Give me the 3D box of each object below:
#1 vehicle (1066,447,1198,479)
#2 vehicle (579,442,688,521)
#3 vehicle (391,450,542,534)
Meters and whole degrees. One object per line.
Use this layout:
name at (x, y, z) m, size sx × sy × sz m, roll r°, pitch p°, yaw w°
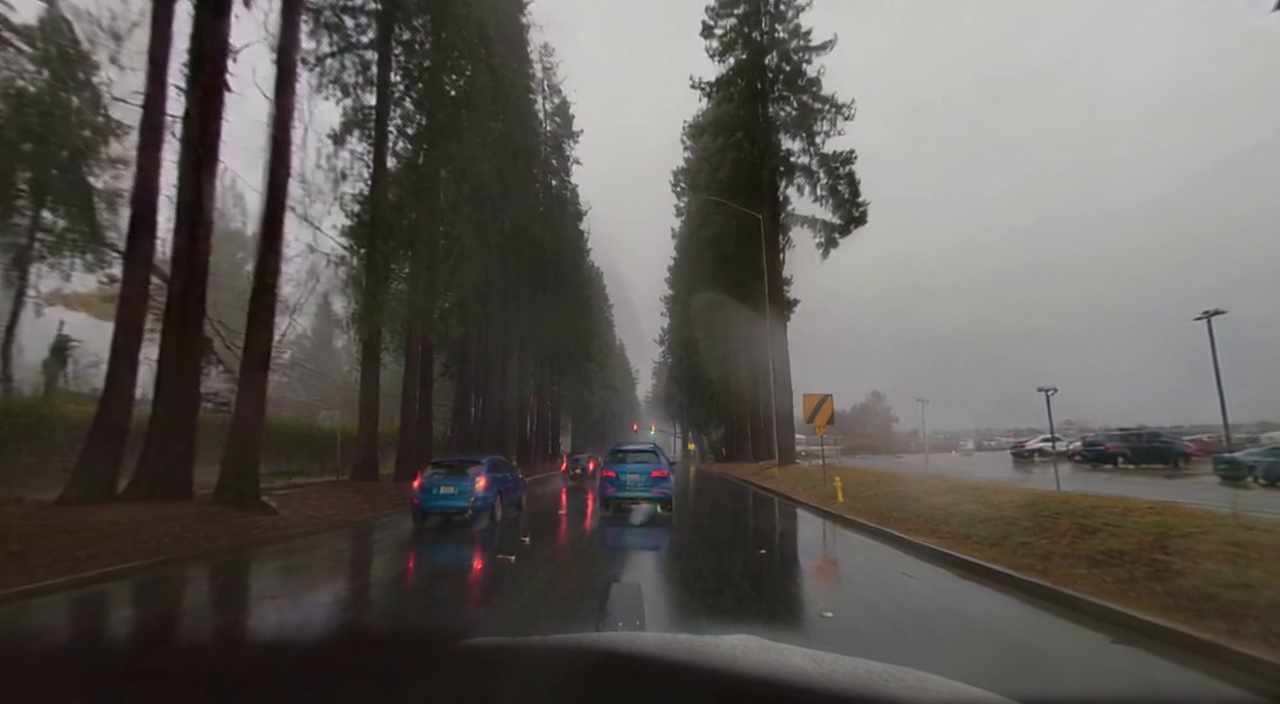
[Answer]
vehicle at (27.701, 6.213, 35.675) m, size 5.955 × 1.702 × 2.166 m, roll 1°, pitch -8°, yaw -7°
vehicle at (-0.132, 2.953, 14.954) m, size 2.229 × 1.591 × 3.897 m, roll 0°, pitch -8°, yaw 0°
vehicle at (-3.466, 2.860, 13.594) m, size 1.922 × 1.464 × 4.424 m, roll 0°, pitch -8°, yaw 1°
